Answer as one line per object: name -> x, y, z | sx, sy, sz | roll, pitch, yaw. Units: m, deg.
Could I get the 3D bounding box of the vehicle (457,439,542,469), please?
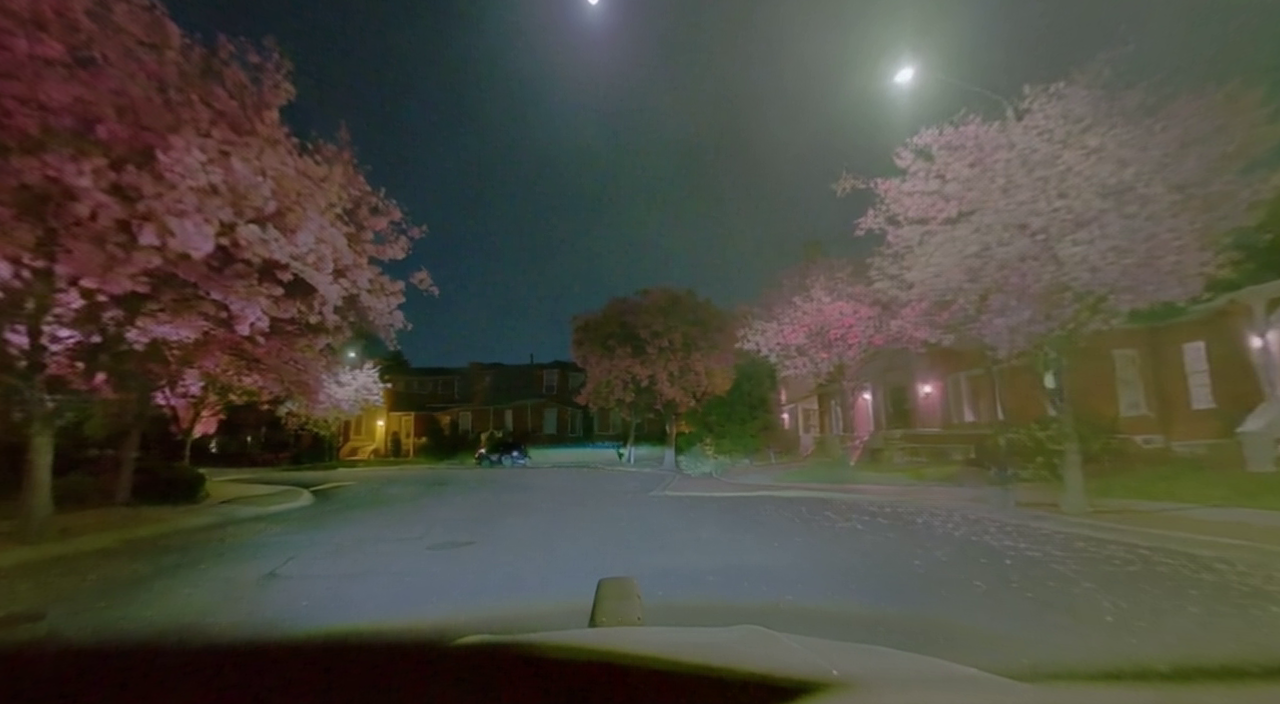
vehicle -> -8.898, 6.501, 40.350 | 4.815, 1.827, 2.147 | -1, -9, 3

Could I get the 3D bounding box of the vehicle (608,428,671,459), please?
vehicle -> -0.002, 6.378, 44.474 | 2.310, 1.701, 4.280 | -5, -3, 35

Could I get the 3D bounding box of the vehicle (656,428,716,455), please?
vehicle -> 3.305, 6.305, 44.481 | 2.152, 1.773, 4.495 | -6, -11, 35

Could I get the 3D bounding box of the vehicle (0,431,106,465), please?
vehicle -> -31.186, 5.032, 33.084 | 4.435, 1.707, 2.046 | 0, -9, 0
